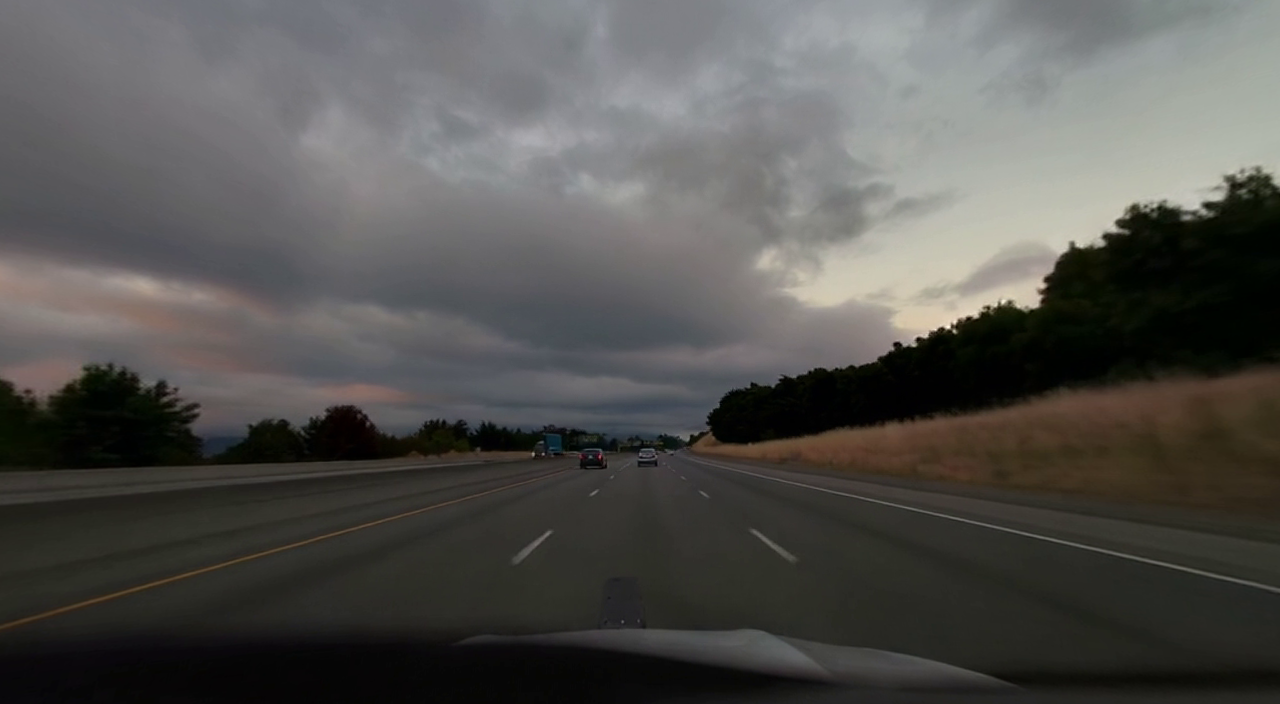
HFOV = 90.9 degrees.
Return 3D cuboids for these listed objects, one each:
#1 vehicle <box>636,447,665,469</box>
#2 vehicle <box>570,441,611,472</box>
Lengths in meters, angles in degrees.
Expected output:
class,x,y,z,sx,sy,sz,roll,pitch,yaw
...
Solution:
class,x,y,z,sx,sy,sz,roll,pitch,yaw
vehicle,0.749,7.905,47.201,2.036,1.519,4.225,0,-9,0
vehicle,-2.962,6.419,38.683,2.143,1.770,4.283,0,-9,1
